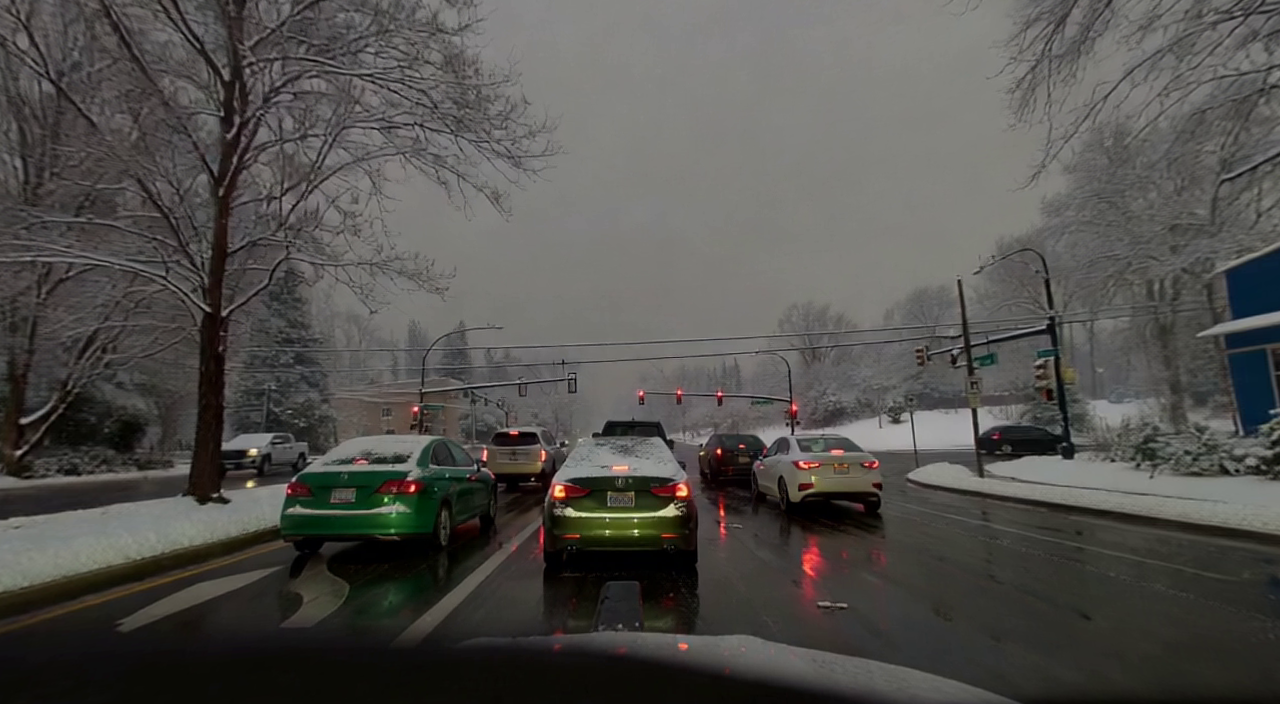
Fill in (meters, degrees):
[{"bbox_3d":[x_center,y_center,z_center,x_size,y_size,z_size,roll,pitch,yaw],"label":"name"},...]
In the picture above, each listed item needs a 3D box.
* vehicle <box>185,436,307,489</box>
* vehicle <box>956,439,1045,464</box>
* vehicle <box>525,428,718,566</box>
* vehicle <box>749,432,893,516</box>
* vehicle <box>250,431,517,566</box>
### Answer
[{"bbox_3d":[-14.112,3.966,23.000,2.082,1.704,4.488,1,-8,-9],"label":"vehicle"},{"bbox_3d":[25.244,6.989,44.473,5.265,1.702,1.930,-4,-9,27],"label":"vehicle"},{"bbox_3d":[-0.200,1.830,8.702,2.041,1.450,3.847,0,-8,0],"label":"vehicle"},{"bbox_3d":[3.561,2.467,13.258,1.880,1.476,3.932,0,-8,0],"label":"vehicle"},{"bbox_3d":[-3.194,1.891,8.953,1.917,1.441,4.128,-1,-8,2],"label":"vehicle"}]
